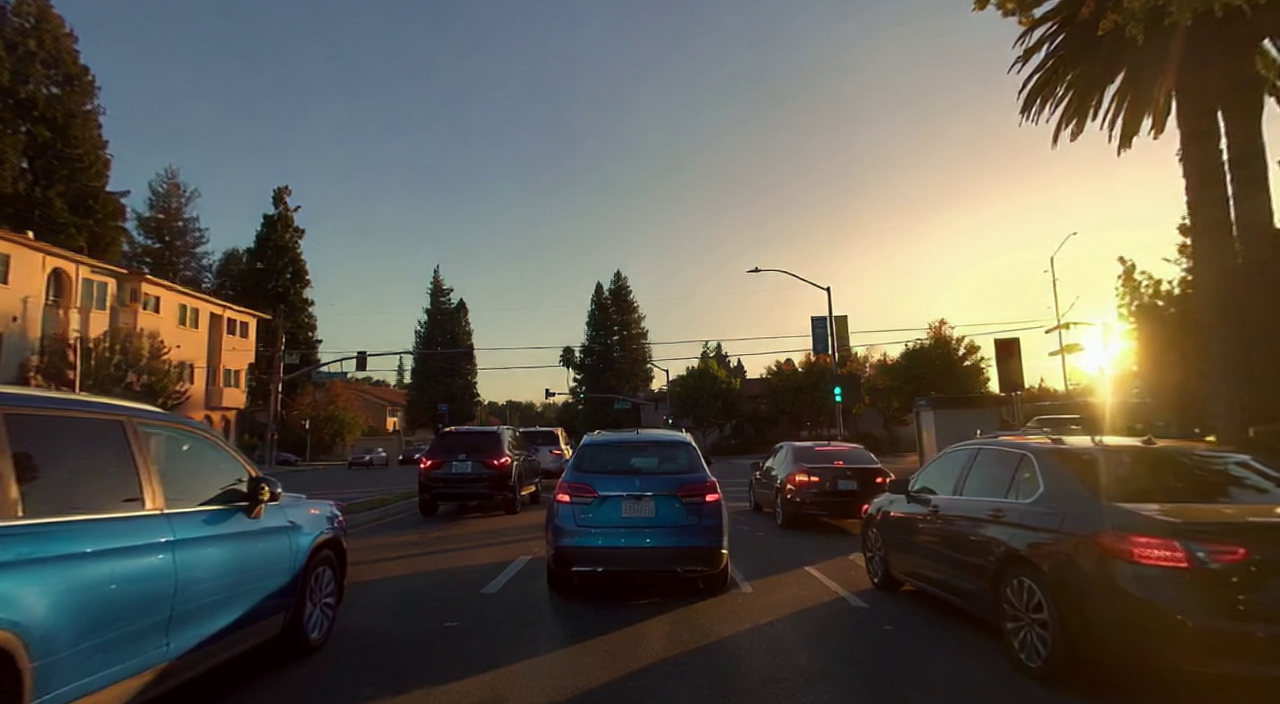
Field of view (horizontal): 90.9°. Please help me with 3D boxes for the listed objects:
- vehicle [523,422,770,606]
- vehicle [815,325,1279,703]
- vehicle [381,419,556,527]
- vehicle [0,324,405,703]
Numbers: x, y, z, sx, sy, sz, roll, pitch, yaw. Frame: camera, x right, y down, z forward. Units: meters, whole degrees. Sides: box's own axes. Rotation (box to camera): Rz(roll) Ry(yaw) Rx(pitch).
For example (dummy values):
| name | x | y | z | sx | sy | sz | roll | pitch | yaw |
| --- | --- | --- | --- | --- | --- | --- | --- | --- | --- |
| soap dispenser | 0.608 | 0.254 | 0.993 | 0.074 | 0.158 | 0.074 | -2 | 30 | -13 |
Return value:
| name | x | y | z | sx | sy | sz | roll | pitch | yaw |
| --- | --- | --- | --- | --- | --- | --- | --- | --- | --- |
| vehicle | 0.031 | 1.622 | 7.204 | 2.021 | 1.490 | 3.948 | 0 | -8 | -1 |
| vehicle | 3.218 | 1.136 | 5.002 | 2.141 | 1.833 | 4.704 | 0 | -8 | -2 |
| vehicle | -3.177 | 2.360 | 12.866 | 2.117 | 1.772 | 4.619 | 0 | -8 | 2 |
| vehicle | -3.109 | 0.963 | 3.361 | 1.982 | 1.721 | 4.261 | 0 | -8 | 1 |
